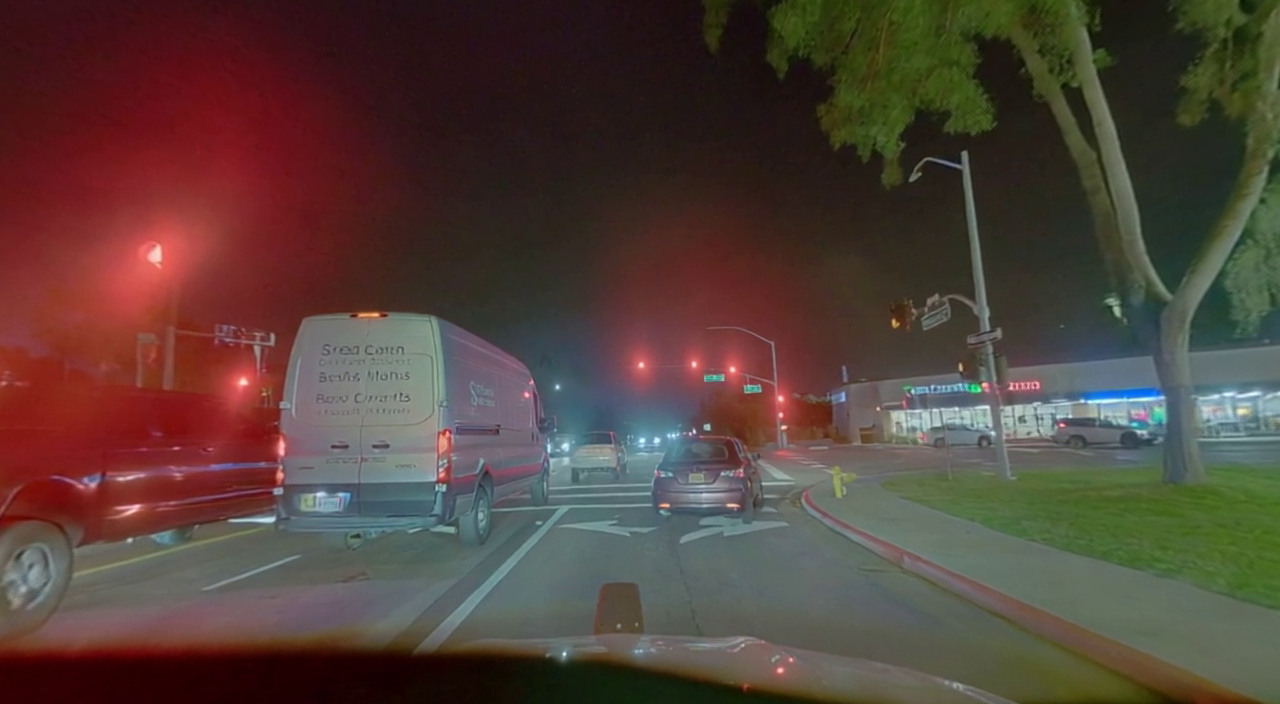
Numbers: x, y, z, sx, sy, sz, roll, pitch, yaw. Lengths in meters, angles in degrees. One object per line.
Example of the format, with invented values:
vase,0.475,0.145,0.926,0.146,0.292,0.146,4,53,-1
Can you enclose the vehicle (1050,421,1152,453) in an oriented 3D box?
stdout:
vehicle,30.352,5.612,41.548,5.084,2.041,2.360,1,-8,-9

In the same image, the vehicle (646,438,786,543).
vehicle,1.545,2.710,13.075,2.398,1.773,4.254,-1,-8,7

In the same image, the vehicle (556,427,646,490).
vehicle,-1.182,3.578,21.488,2.130,1.876,4.445,-1,-9,9

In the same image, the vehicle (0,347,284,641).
vehicle,-6.346,1.352,6.491,2.352,2.333,5.197,0,-8,-2

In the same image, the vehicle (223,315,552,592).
vehicle,-3.162,1.497,9.842,2.555,3.035,5.702,0,-8,2
